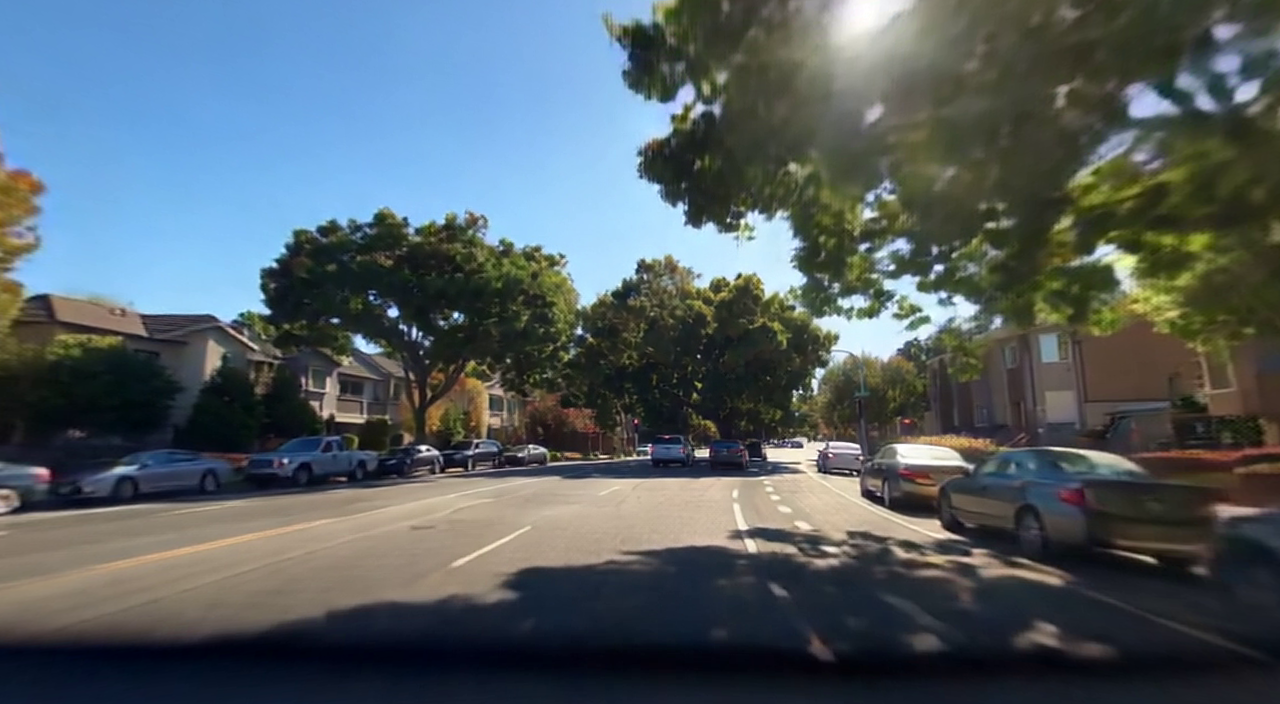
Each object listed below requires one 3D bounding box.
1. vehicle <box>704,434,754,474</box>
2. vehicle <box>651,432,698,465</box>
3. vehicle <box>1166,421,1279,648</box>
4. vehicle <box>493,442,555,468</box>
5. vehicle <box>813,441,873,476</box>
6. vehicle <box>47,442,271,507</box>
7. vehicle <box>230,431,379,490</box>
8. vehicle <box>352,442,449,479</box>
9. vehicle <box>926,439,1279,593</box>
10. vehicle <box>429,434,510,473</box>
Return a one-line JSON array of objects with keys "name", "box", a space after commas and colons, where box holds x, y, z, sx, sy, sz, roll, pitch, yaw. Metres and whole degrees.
[{"name": "vehicle", "box": [4.174, 4.657, 29.175, 1.852, 1.680, 4.488, -2, -9, 13]}, {"name": "vehicle", "box": [2.115, 5.653, 37.122, 1.877, 1.827, 4.298, -2, -9, 15]}, {"name": "vehicle", "box": [5.290, 1.102, 3.292, 1.841, 1.545, 3.813, 0, -8, 2]}, {"name": "vehicle", "box": [-7.065, 6.324, 39.029, 1.782, 1.472, 4.744, -2, -9, 16]}, {"name": "vehicle", "box": [9.452, 4.958, 29.834, 2.104, 1.489, 4.962, -2, -9, 11]}, {"name": "vehicle", "box": [-12.223, 3.095, 16.568, 1.880, 1.450, 4.627, -1, -8, 7]}, {"name": "vehicle", "box": [-11.265, 3.670, 21.760, 1.977, 1.761, 4.990, -1, -8, 6]}, {"name": "vehicle", "box": [-10.253, 4.649, 27.447, 1.809, 1.469, 4.485, -2, -9, 11]}, {"name": "vehicle", "box": [5.614, 1.898, 8.335, 1.807, 1.436, 4.535, 0, -8, 4]}, {"name": "vehicle", "box": [-8.825, 5.285, 33.202, 2.115, 1.853, 4.745, -2, -9, 12]}]
